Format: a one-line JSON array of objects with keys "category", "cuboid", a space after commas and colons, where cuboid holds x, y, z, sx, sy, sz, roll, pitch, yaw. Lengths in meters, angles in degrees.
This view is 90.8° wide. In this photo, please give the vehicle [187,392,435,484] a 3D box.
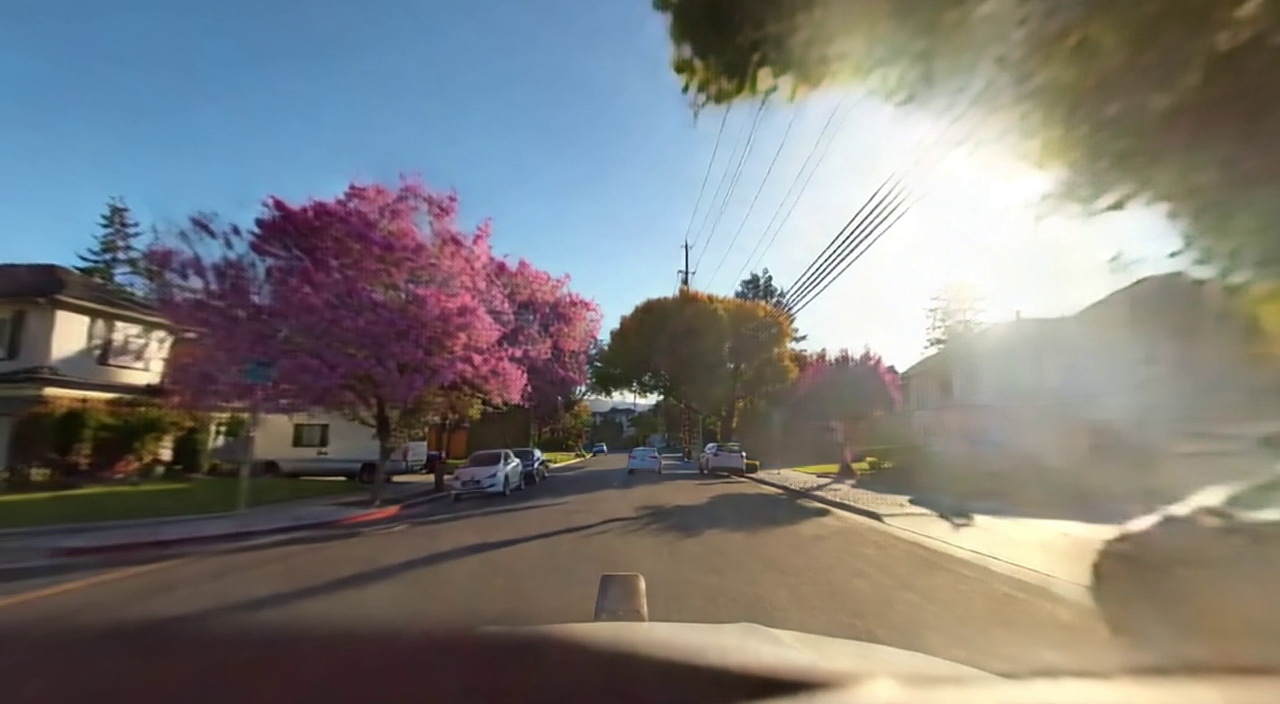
[{"category": "vehicle", "cuboid": [-13.001, 3.489, 25.527, 8.239, 3.354, 2.902, 1, -9, 1]}]

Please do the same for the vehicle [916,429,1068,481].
[{"category": "vehicle", "cuboid": [12.403, 3.647, 22.518, 4.186, 1.748, 1.992, 0, -8, 1]}]

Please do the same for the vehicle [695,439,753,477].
[{"category": "vehicle", "cuboid": [3.894, 4.999, 30.069, 2.103, 1.679, 4.386, 0, -8, -1]}]

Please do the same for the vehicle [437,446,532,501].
[{"category": "vehicle", "cuboid": [-4.826, 3.811, 20.316, 1.874, 1.413, 4.442, 0, -7, 0]}]

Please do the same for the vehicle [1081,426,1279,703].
[{"category": "vehicle", "cuboid": [4.255, 1.036, 2.425, 2.058, 1.535, 4.323, 0, -8, 1]}]

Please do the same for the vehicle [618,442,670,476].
[{"category": "vehicle", "cuboid": [0.289, 4.924, 29.388, 2.075, 1.449, 4.526, -1, -8, 5]}]
